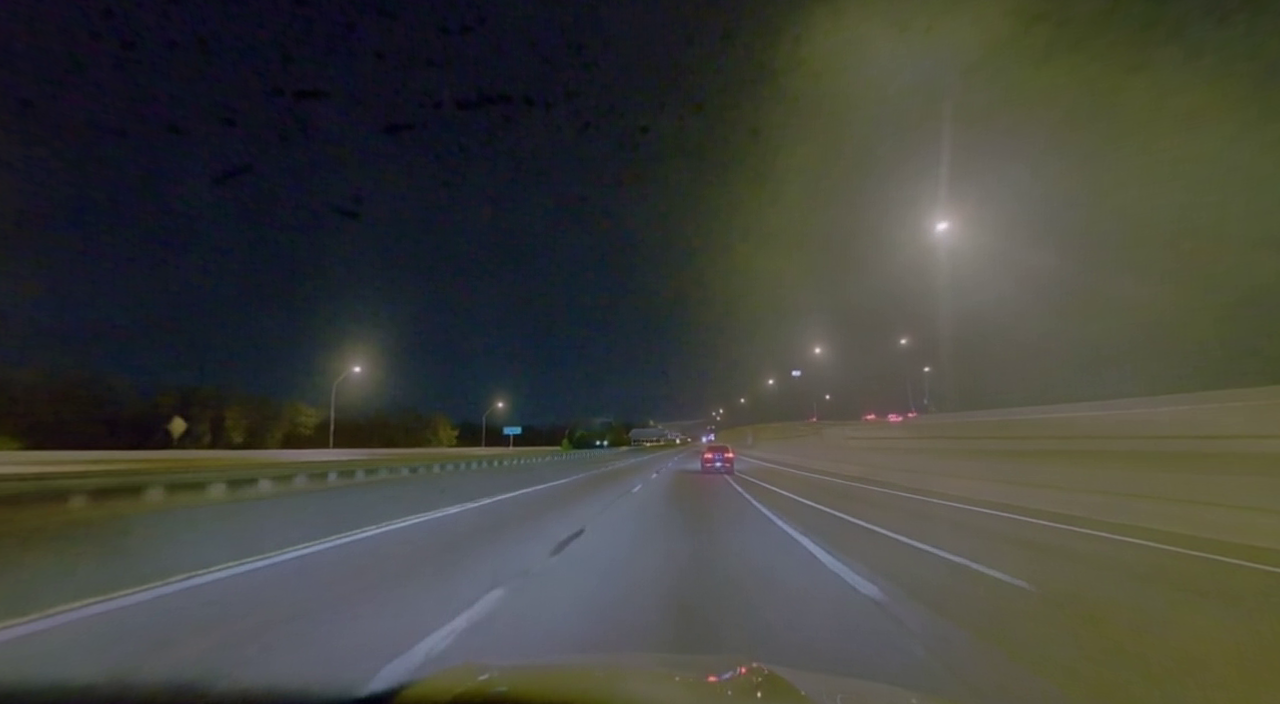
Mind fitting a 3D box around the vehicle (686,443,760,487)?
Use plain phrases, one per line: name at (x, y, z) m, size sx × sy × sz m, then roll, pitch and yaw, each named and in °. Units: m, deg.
vehicle at (2.852, 3.992, 22.640) m, size 2.124 × 1.405 × 4.398 m, roll 0°, pitch -8°, yaw 1°
